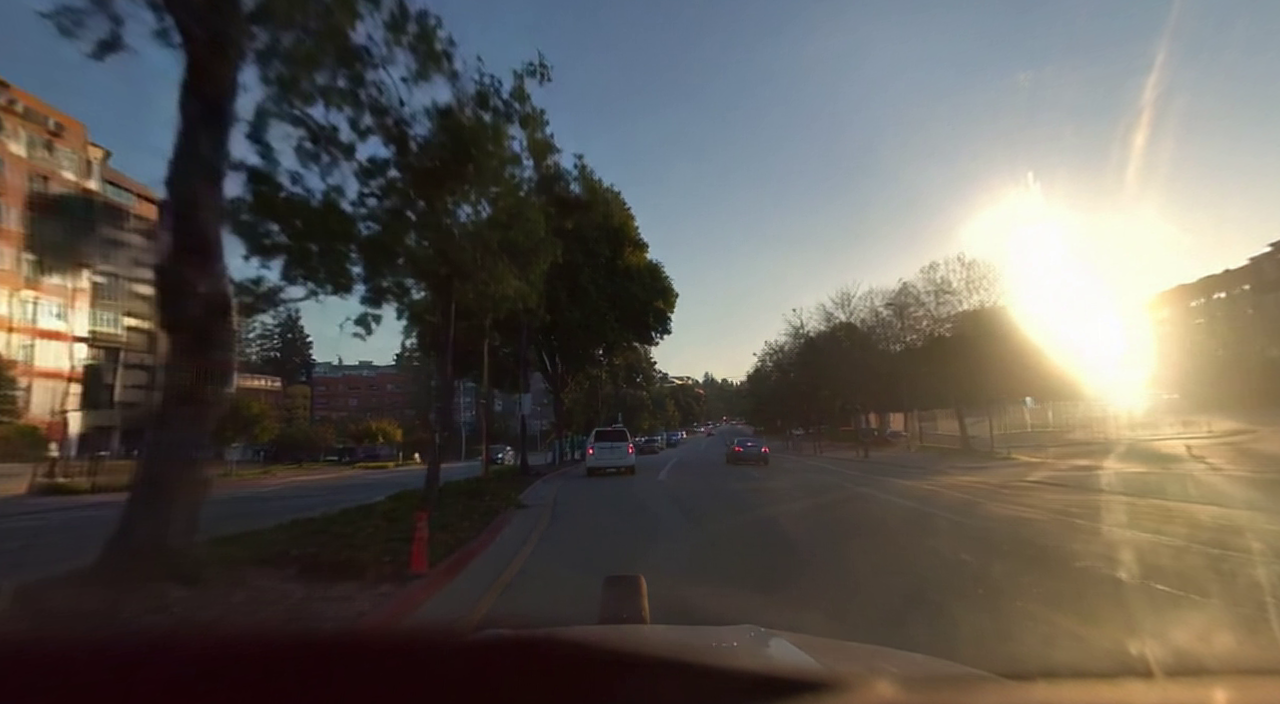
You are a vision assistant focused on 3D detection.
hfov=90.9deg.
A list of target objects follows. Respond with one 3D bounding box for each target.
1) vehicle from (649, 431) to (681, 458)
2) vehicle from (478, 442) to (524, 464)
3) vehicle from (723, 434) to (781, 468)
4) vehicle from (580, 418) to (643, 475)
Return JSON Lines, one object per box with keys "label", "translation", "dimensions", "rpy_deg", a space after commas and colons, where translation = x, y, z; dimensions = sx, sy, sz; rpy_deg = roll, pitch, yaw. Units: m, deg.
{"label": "vehicle", "translation": [1.894, 6.793, 46.341], "dimensions": [2.222, 1.841, 4.031], "rpy_deg": [-1, -8, 4]}
{"label": "vehicle", "translation": [-10.022, 7.325, 45.824], "dimensions": [1.965, 1.486, 4.494], "rpy_deg": [-1, -8, 4]}
{"label": "vehicle", "translation": [5.237, 4.710, 30.147], "dimensions": [2.075, 1.486, 4.316], "rpy_deg": [0, -8, 1]}
{"label": "vehicle", "translation": [-1.175, 3.975, 26.571], "dimensions": [2.396, 2.143, 4.824], "rpy_deg": [0, -8, -2]}
